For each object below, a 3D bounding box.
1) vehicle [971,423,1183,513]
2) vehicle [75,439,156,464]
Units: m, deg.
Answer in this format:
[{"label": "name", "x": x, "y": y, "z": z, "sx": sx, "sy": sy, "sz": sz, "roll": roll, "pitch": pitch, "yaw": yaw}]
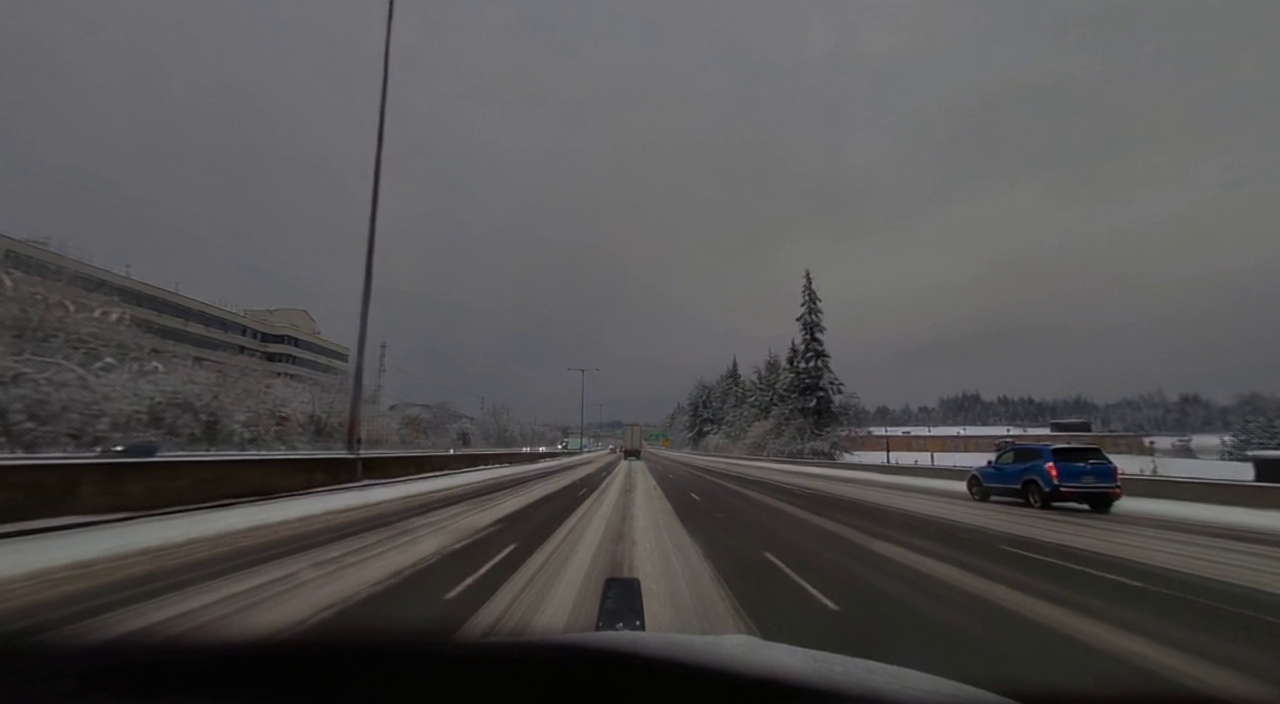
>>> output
[{"label": "vehicle", "x": 12.888, "y": 3.445, "z": 19.261, "sx": 2.411, "sy": 2.326, "sz": 5.300, "roll": 0, "pitch": -9, "yaw": -2}, {"label": "vehicle", "x": -37.264, "y": 7.089, "z": 44.956, "sx": 2.001, "sy": 1.644, "sz": 4.350, "roll": 0, "pitch": -9, "yaw": 0}]
